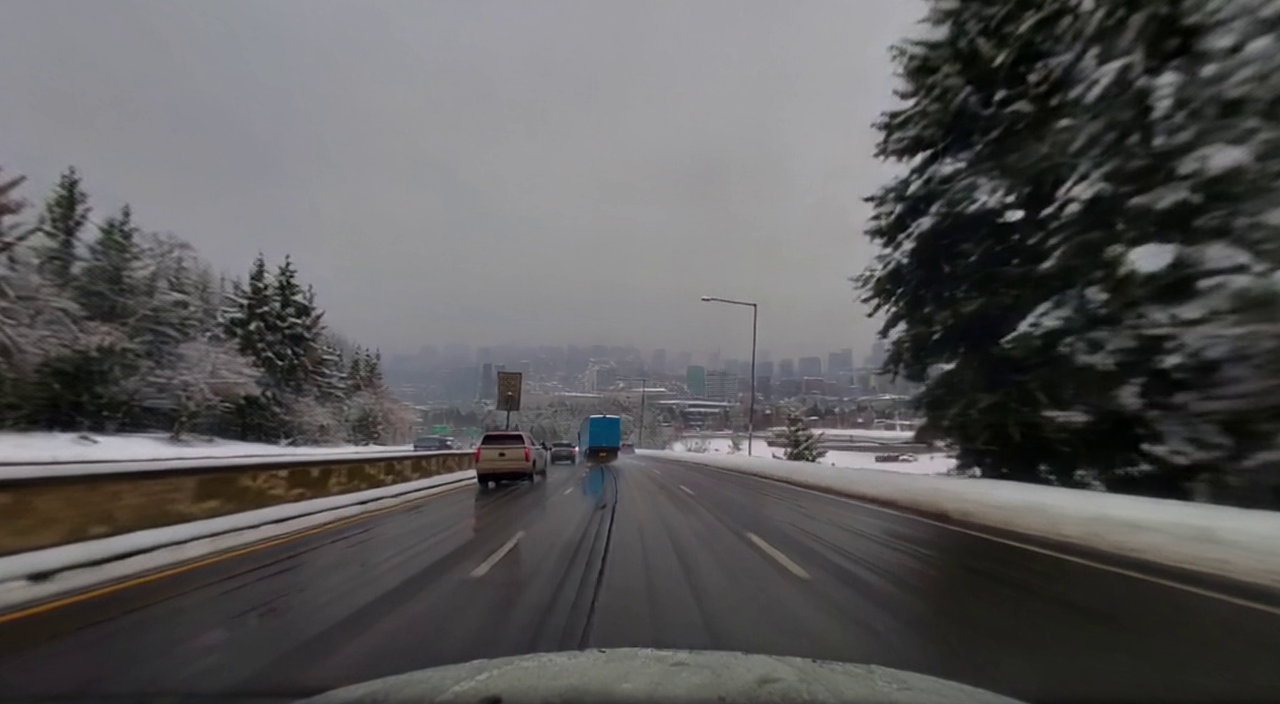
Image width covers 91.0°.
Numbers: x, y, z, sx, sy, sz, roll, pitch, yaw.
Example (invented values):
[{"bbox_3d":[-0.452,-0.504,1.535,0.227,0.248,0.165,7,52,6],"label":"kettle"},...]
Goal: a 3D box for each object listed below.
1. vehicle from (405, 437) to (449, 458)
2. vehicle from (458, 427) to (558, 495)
[{"bbox_3d":[-15.539,7.004,46.231,1.953,1.501,4.268,1,-9,-3],"label":"vehicle"},{"bbox_3d":[-3.688,3.149,18.528,2.041,1.734,4.391,0,-9,-1],"label":"vehicle"}]
